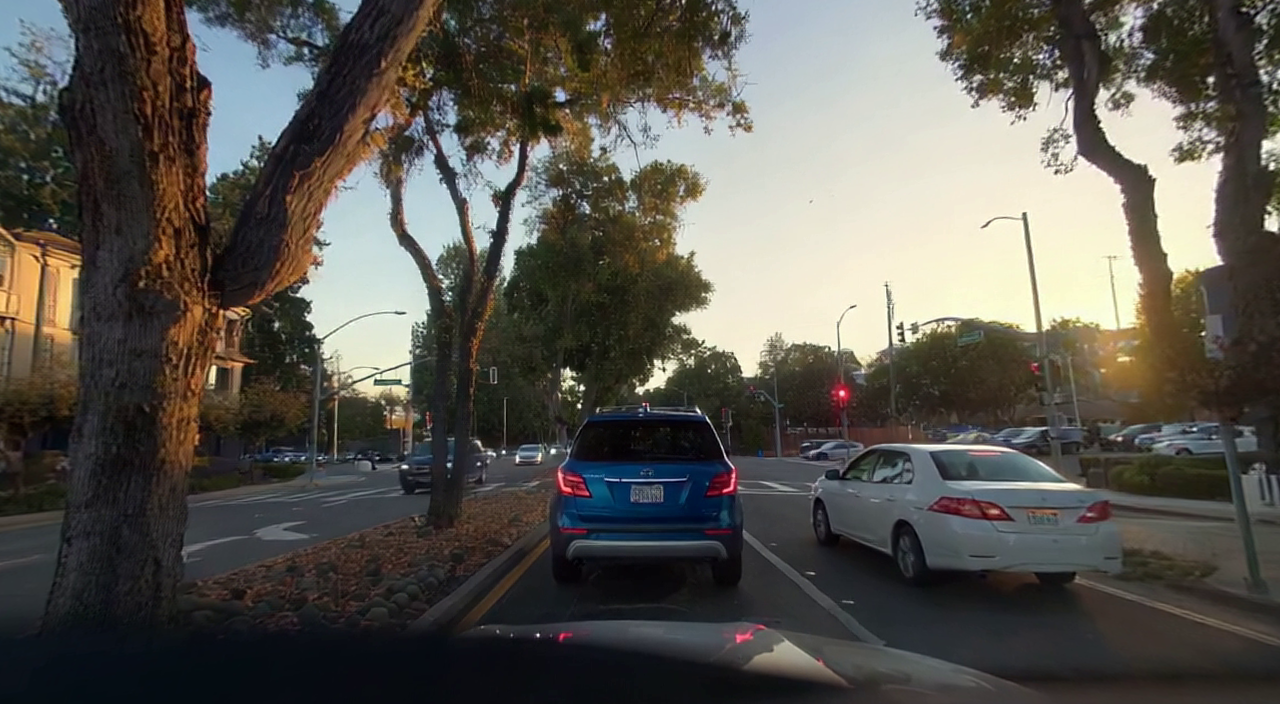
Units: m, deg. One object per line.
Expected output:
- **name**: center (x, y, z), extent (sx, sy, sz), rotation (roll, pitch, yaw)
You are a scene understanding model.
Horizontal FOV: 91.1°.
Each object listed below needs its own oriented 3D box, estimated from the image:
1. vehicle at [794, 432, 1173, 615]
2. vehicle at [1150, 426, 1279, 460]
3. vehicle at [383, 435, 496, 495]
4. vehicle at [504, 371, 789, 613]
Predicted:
- **vehicle**: center (3.378, 1.738, 7.421), extent (1.900, 1.478, 4.425), rotation (0, -8, -1)
- **vehicle**: center (25.950, 4.082, 28.175), extent (4.420, 1.469, 1.807), rotation (0, -8, 1)
- **vehicle**: center (-6.416, 3.676, 20.792), extent (2.153, 1.728, 4.753), rotation (0, -8, 0)
- **vehicle**: center (0.002, 1.430, 7.250), extent (2.296, 1.947, 4.168), rotation (0, -8, -2)
